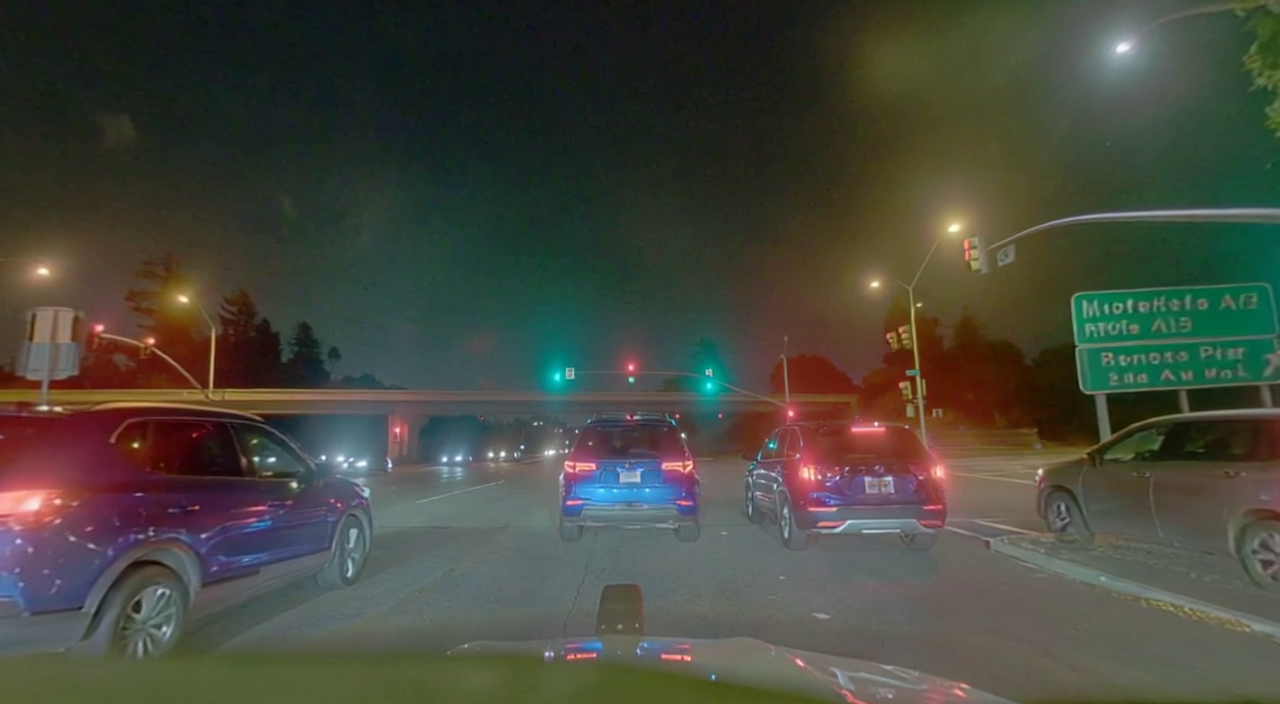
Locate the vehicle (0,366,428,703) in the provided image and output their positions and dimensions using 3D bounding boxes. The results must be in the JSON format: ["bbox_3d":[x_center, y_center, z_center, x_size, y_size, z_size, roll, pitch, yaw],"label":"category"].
[{"bbox_3d":[-3.736,1.297,5.627,2.060,1.768,4.681,0,-8,0],"label":"vehicle"}]

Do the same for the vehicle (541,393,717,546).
[{"bbox_3d":[-0.225,1.912,10.874,2.342,2.026,4.642,0,-8,-2],"label":"vehicle"}]

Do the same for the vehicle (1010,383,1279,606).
[{"bbox_3d":[6.230,1.374,6.618,2.074,1.785,4.320,0,-8,0],"label":"vehicle"}]
